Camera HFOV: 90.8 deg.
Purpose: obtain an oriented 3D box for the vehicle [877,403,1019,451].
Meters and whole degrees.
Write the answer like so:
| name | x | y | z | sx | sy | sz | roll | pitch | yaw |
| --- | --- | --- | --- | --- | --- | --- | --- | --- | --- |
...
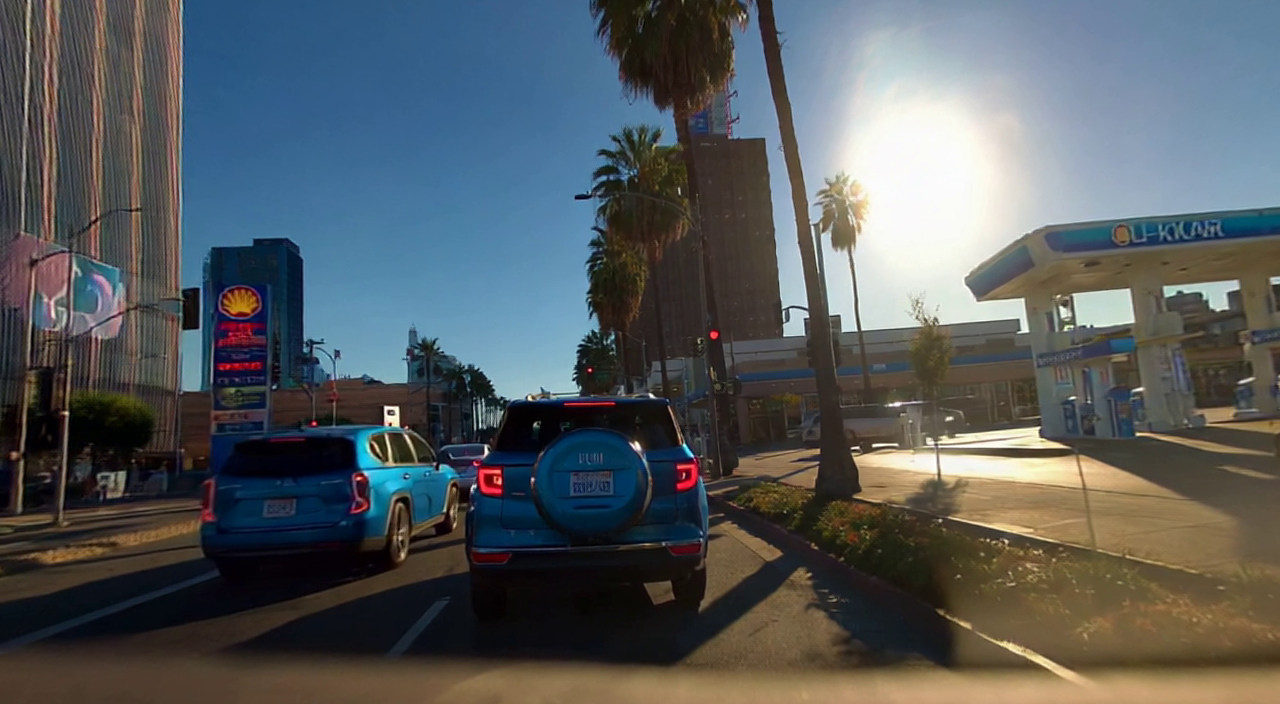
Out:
| name | x | y | z | sx | sy | sz | roll | pitch | yaw |
| --- | --- | --- | --- | --- | --- | --- | --- | --- | --- |
| vehicle | 13.432 | 3.326 | 27.797 | 5.033 | 1.999 | 2.259 | 0 | -8 | -4 |

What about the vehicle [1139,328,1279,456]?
| name | x | y | z | sx | sy | sz | roll | pitch | yaw |
| --- | --- | --- | --- | --- | --- | --- | --- | --- | --- |
| vehicle | 9.994 | 0.630 | 8.855 | 4.374 | 1.571 | 1.963 | 0 | -8 | -4 |

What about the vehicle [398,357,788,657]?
| name | x | y | z | sx | sy | sz | roll | pitch | yaw |
| --- | --- | --- | --- | --- | --- | --- | --- | --- | --- |
| vehicle | -0.470 | 1.340 | 6.601 | 2.519 | 1.913 | 4.819 | 0 | -8 | -5 |

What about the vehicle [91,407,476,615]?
| name | x | y | z | sx | sy | sz | roll | pitch | yaw |
| --- | --- | --- | --- | --- | --- | --- | --- | --- | --- |
| vehicle | -3.598 | 1.683 | 7.821 | 2.097 | 1.692 | 5.030 | 0 | -8 | -4 |

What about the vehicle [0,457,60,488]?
| name | x | y | z | sx | sy | sz | roll | pitch | yaw |
| --- | --- | --- | --- | --- | --- | --- | --- | --- | --- |
| vehicle | -43.119 | 8.415 | 44.016 | 1.951 | 1.752 | 3.911 | -6 | -5 | -4 |

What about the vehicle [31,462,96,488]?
| name | x | y | z | sx | sy | sz | roll | pitch | yaw |
| --- | --- | --- | --- | --- | --- | --- | --- | --- | --- |
| vehicle | -40.613 | 8.637 | 44.582 | 1.568 | 1.425 | 3.415 | -5 | -6 | -5 |

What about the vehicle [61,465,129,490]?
| name | x | y | z | sx | sy | sz | roll | pitch | yaw |
| --- | --- | --- | --- | --- | --- | --- | --- | --- | --- |
| vehicle | -38.260 | 8.789 | 44.465 | 2.008 | 1.528 | 3.242 | 0 | -8 | -6 |
